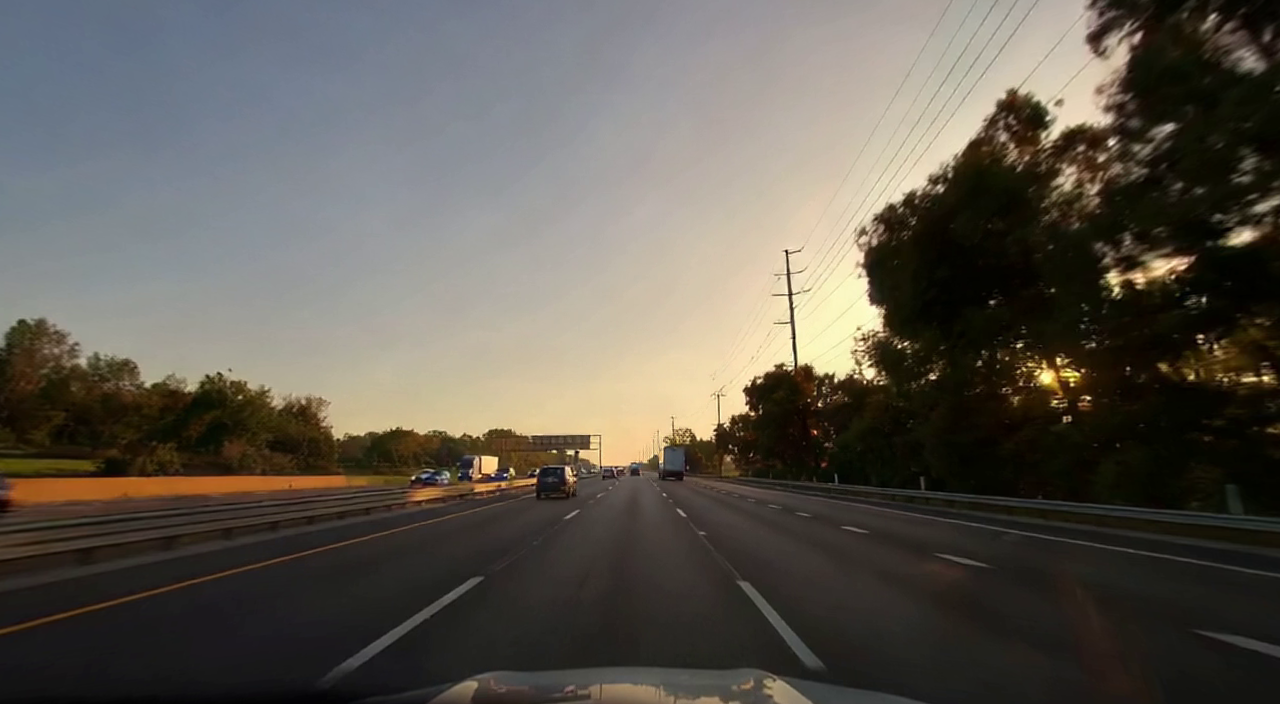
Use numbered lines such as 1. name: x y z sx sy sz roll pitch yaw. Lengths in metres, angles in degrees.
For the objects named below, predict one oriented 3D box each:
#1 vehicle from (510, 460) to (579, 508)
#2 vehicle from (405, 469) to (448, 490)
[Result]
1. vehicle: -3.466 4.895 23.618 1.942 1.597 3.943 1 -11 0
2. vehicle: -16.038 9.607 47.549 1.825 1.468 3.919 1 -11 0
